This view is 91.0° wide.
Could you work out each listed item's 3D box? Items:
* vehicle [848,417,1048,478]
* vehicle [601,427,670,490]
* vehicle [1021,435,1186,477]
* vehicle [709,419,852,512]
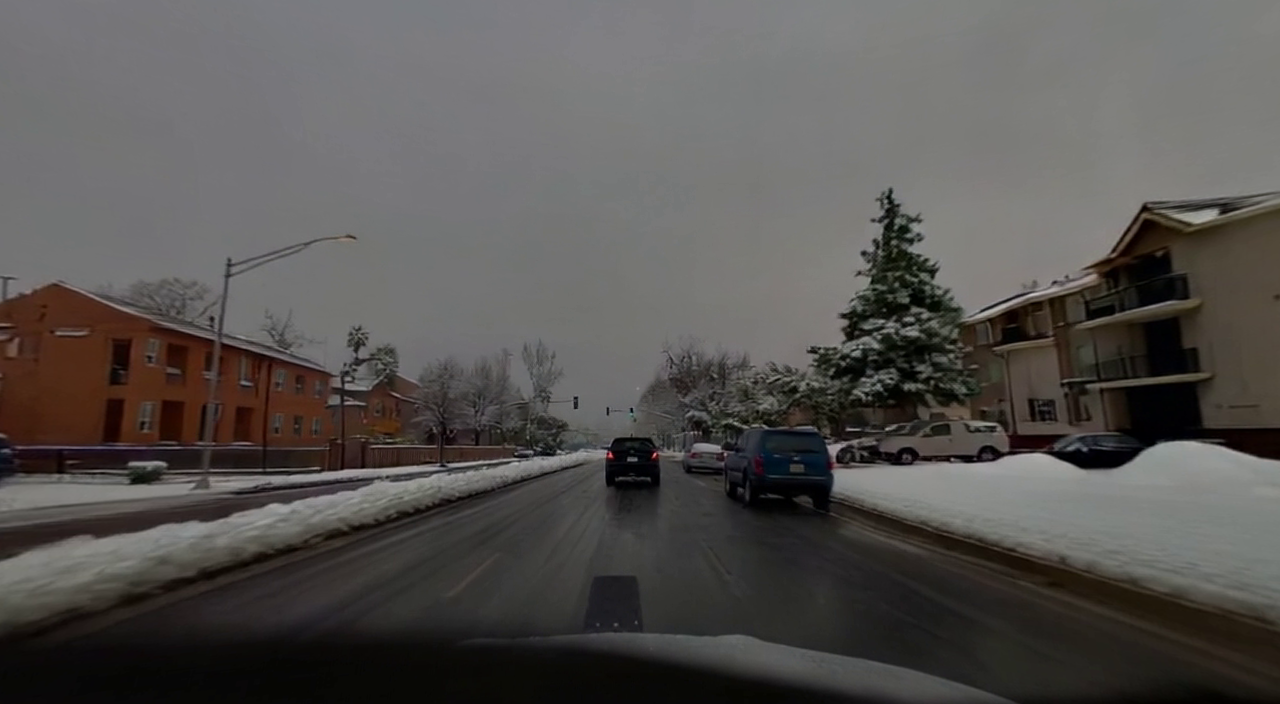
[{"bbox_3d":[10.629,3.354,22.099,5.709,2.017,2.435,0,-9,-2],"label":"vehicle"},{"bbox_3d":[-0.181,3.478,20.867,1.994,1.810,5.057,0,-9,-1],"label":"vehicle"},{"bbox_3d":[16.294,3.667,22.295,4.317,1.420,1.828,0,-9,1],"label":"vehicle"},{"bbox_3d":[3.225,2.761,15.780,2.416,1.922,5.023,0,-9,0],"label":"vehicle"}]
